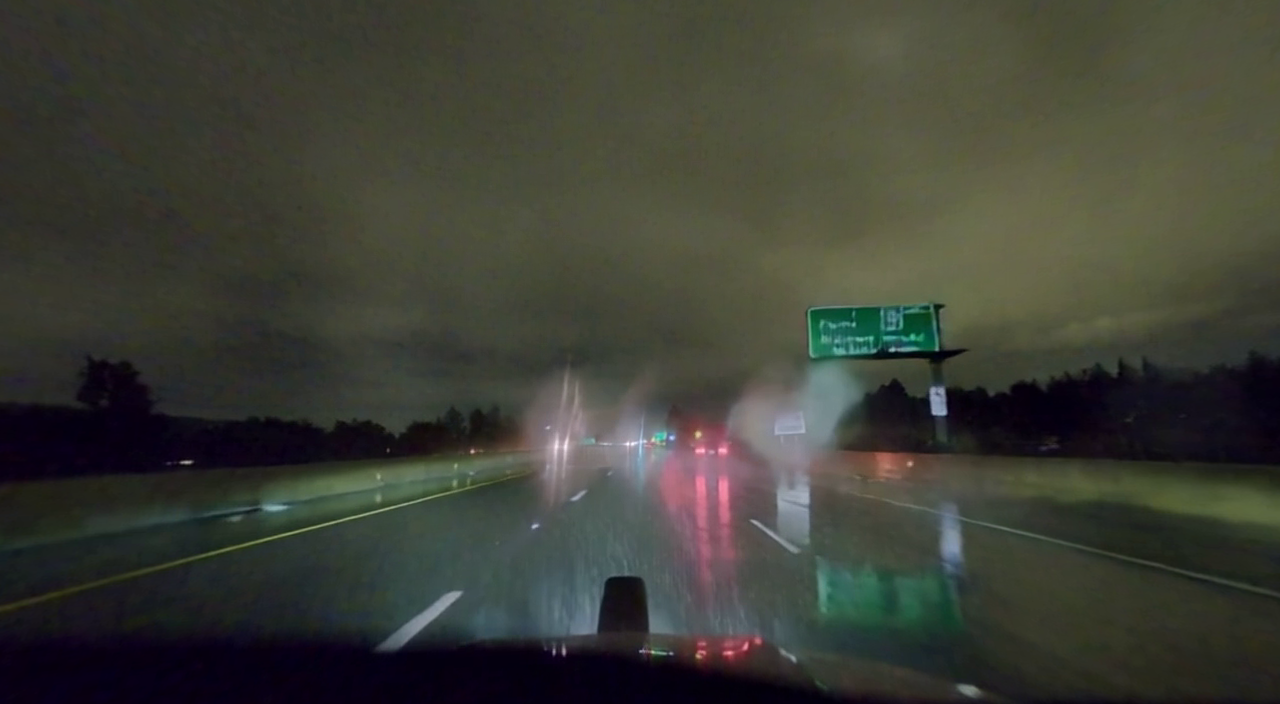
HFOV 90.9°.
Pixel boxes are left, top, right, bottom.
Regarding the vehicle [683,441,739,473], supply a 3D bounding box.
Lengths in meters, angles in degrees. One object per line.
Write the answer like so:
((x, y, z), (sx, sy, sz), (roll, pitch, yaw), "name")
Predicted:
((3.485, 5.271, 31.893), (2.193, 1.462, 4.533), (0, -8, -1), "vehicle")
